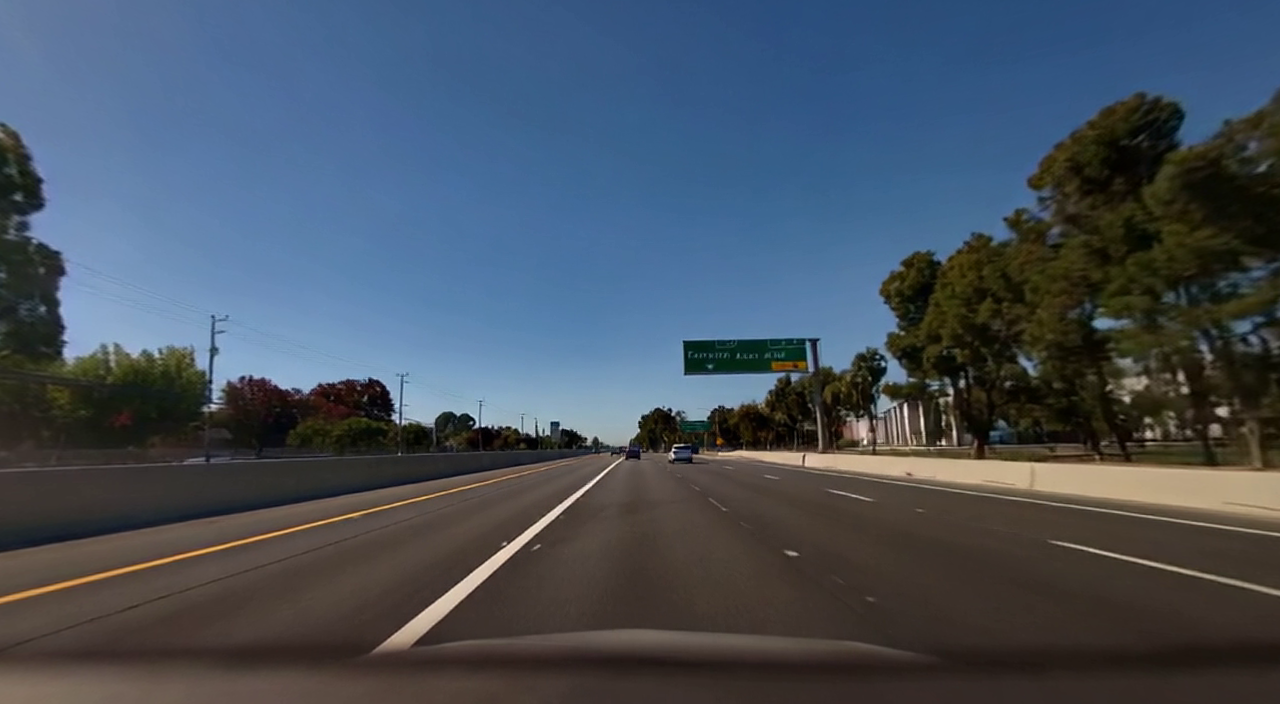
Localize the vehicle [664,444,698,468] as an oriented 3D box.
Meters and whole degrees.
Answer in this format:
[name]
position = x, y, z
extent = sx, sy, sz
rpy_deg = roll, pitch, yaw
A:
[vehicle]
position = 3.071, 7.902, 48.319
extent = 2.083, 1.643, 4.565
rpy_deg = 1, -8, -2
